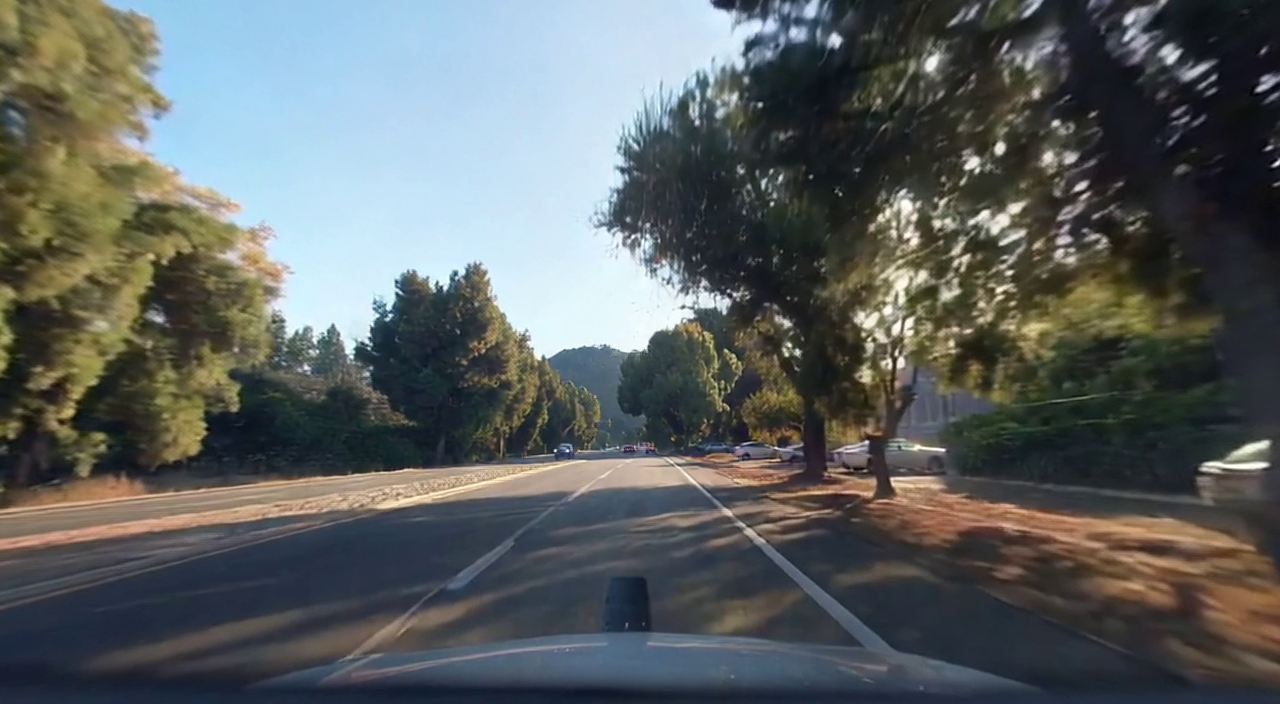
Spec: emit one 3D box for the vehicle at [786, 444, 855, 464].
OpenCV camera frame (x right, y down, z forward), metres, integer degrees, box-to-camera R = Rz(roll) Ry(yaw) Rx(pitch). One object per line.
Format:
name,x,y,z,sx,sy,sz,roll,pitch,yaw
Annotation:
vehicle,13.162,7.448,46.221,4.438,1.444,1.900,0,-8,-1

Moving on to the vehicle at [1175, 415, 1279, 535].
vehicle,10.844,1.692,8.709,4.766,1.557,2.168,0,-9,4

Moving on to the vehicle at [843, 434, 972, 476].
vehicle,11.203,4.346,26.656,4.493,1.705,2.034,0,-8,0
